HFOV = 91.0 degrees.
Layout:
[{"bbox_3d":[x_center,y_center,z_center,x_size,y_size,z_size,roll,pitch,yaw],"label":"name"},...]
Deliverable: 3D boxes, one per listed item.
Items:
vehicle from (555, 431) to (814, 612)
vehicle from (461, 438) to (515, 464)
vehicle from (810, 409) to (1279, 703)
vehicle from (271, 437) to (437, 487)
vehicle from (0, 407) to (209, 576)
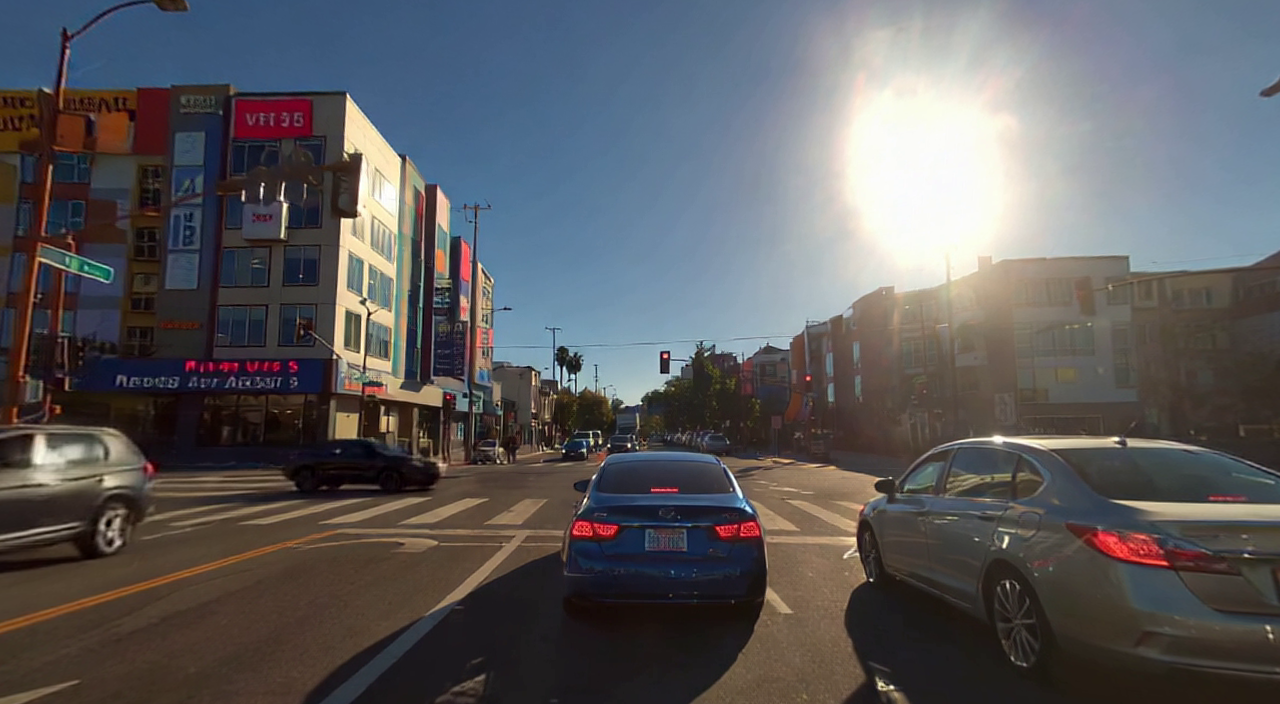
[{"bbox_3d":[0.291,1.693,7.284,2.132,1.464,4.089,0,-8,-2],"label":"vehicle"},{"bbox_3d":[-9.745,6.378,40.691,2.030,1.596,3.912,-1,-9,8],"label":"vehicle"},{"bbox_3d":[2.819,1.288,4.559,1.961,1.498,4.356,0,-8,0],"label":"vehicle"},{"bbox_3d":[-9.609,3.709,21.401,4.688,1.612,1.938,0,-8,2],"label":"vehicle"},{"bbox_3d":[-8.476,1.688,7.826,2.338,1.889,5.998,1,-8,-5],"label":"vehicle"}]
